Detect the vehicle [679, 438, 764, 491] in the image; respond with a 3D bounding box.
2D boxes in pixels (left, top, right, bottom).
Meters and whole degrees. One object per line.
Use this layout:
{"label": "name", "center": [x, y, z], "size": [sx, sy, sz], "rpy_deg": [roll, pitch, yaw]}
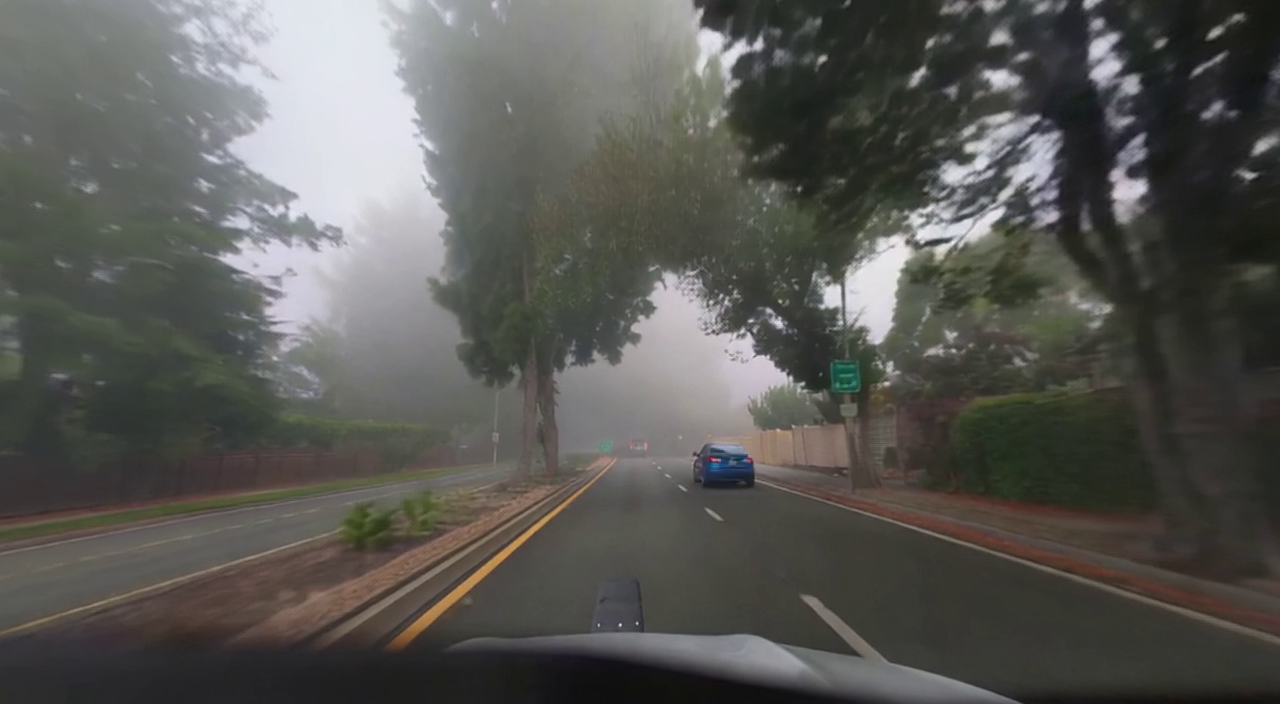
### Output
{"label": "vehicle", "center": [2.412, 3.479, 19.896], "size": [1.991, 1.476, 4.153], "rpy_deg": [0, -8, -2]}
